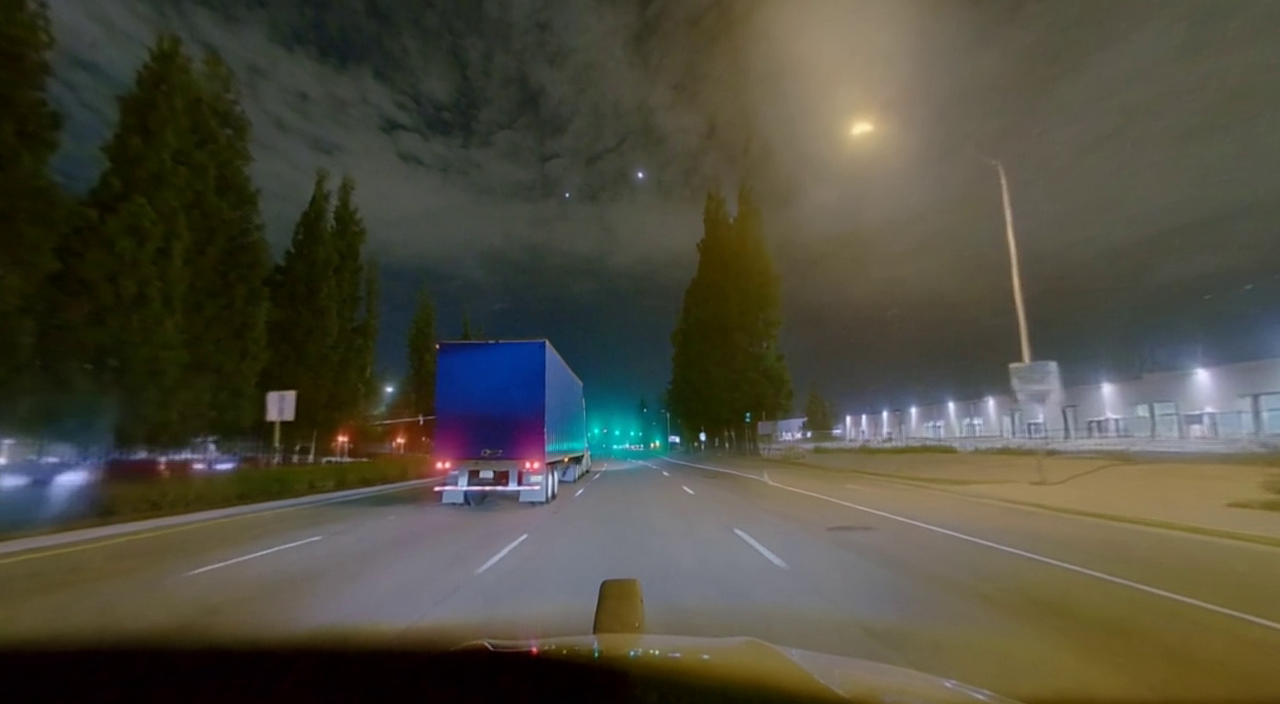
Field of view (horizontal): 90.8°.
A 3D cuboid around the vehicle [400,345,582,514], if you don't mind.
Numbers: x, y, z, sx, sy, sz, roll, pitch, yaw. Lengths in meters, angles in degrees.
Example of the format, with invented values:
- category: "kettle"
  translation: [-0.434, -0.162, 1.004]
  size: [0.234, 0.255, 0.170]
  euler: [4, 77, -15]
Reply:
- category: "vehicle"
  translation: [-3.388, 2.184, 17.069]
  size: [2.910, 3.419, 8.376]
  euler: [0, -9, 0]

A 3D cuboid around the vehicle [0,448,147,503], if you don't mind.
- category: "vehicle"
  translation: [-18.513, 3.804, 20.009]
  size: [1.899, 1.498, 4.813]
  euler: [0, -9, 0]

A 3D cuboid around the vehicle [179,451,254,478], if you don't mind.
- category: "vehicle"
  translation: [-26.384, 6.989, 39.523]
  size: [1.813, 1.503, 4.392]
  euler: [0, -9, -3]
